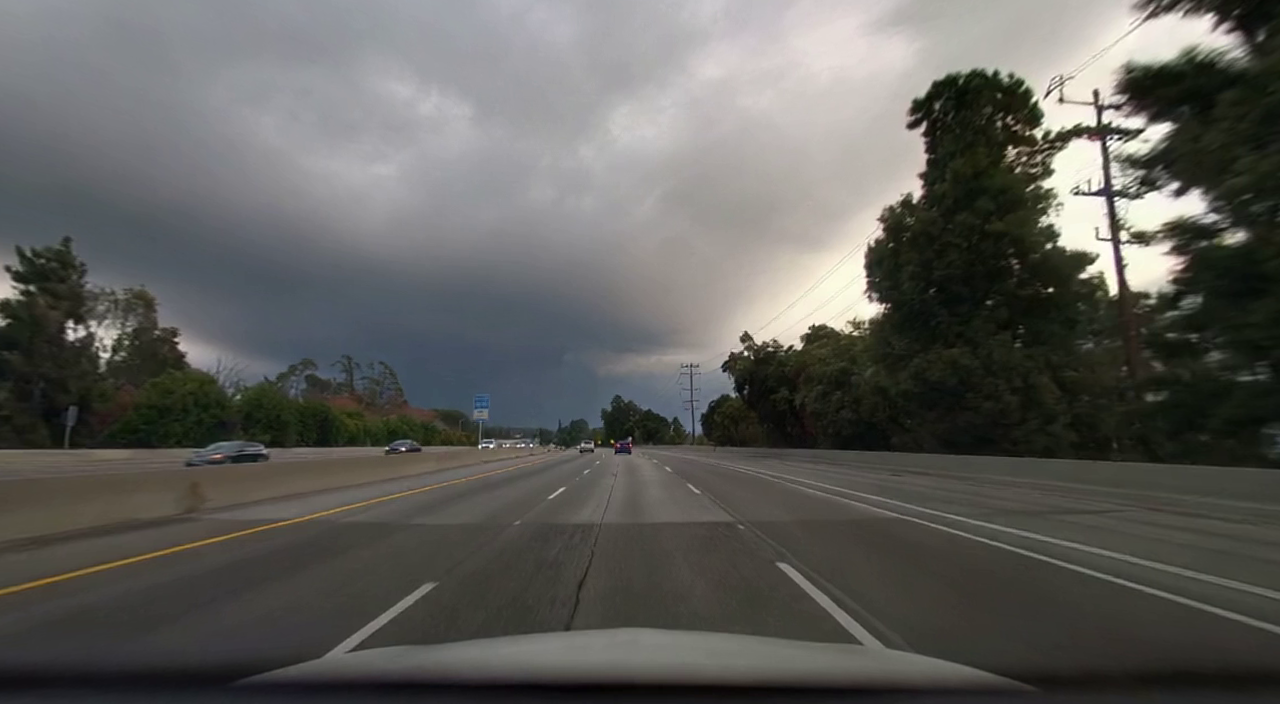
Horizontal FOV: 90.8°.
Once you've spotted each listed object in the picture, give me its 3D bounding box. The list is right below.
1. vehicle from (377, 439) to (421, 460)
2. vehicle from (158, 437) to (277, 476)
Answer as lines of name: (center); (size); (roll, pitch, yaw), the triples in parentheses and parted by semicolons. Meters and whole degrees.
vehicle: (-18.878, 7.664, 49.683); (1.924, 1.616, 4.019); (0, -8, -2)
vehicle: (-17.796, 4.420, 26.925); (1.895, 1.490, 4.684); (0, -8, -1)
